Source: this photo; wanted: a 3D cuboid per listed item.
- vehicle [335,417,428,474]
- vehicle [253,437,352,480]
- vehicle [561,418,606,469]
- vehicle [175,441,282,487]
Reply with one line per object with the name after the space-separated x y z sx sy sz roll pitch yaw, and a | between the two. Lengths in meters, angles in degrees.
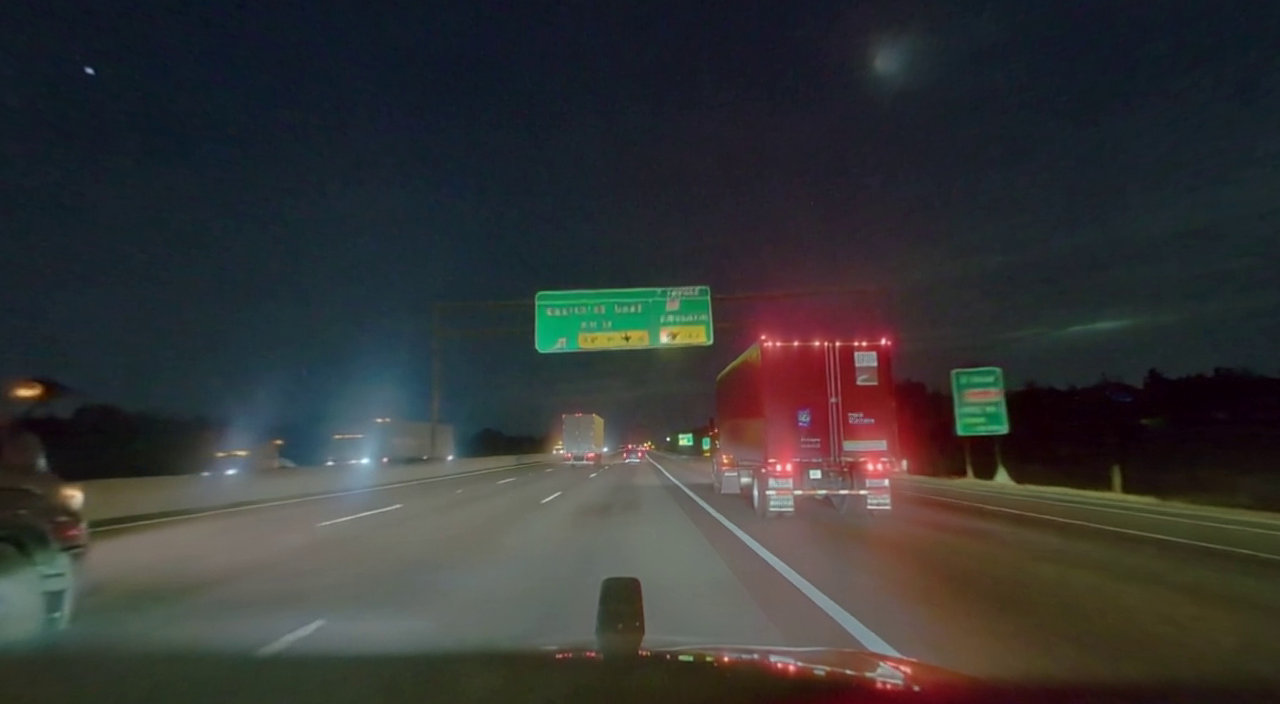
-19.967 7.371 49.629 3.025 3.917 10.227 0 -9 0 | vehicle
-24.396 7.745 46.278 2.520 2.851 8.576 0 -9 0 | vehicle
-4.031 6.764 46.516 2.707 3.461 7.191 0 -9 0 | vehicle
-24.280 6.610 37.587 2.374 2.485 5.901 0 -9 0 | vehicle
